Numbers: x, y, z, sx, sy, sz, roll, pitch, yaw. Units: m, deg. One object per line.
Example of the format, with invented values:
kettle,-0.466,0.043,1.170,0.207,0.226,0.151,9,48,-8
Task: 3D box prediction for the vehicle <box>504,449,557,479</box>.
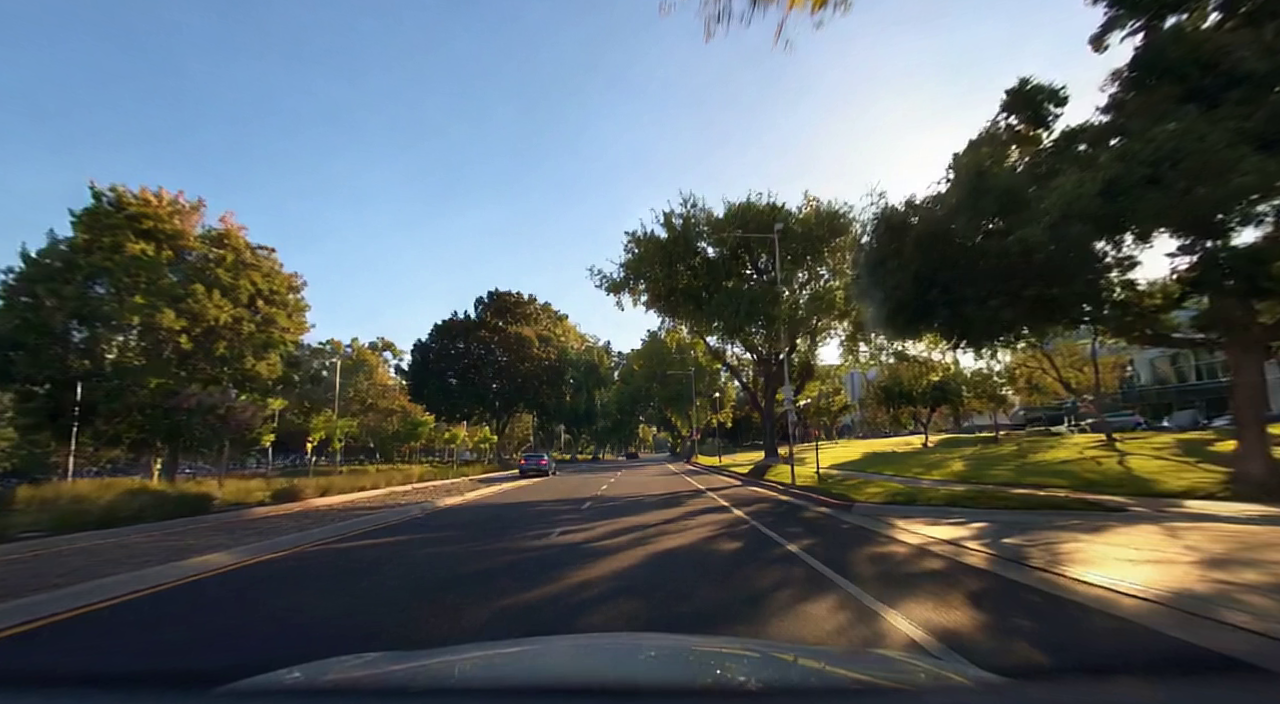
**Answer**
vehicle,-5.882,6.074,34.385,1.945,1.461,4.605,-1,-8,2
